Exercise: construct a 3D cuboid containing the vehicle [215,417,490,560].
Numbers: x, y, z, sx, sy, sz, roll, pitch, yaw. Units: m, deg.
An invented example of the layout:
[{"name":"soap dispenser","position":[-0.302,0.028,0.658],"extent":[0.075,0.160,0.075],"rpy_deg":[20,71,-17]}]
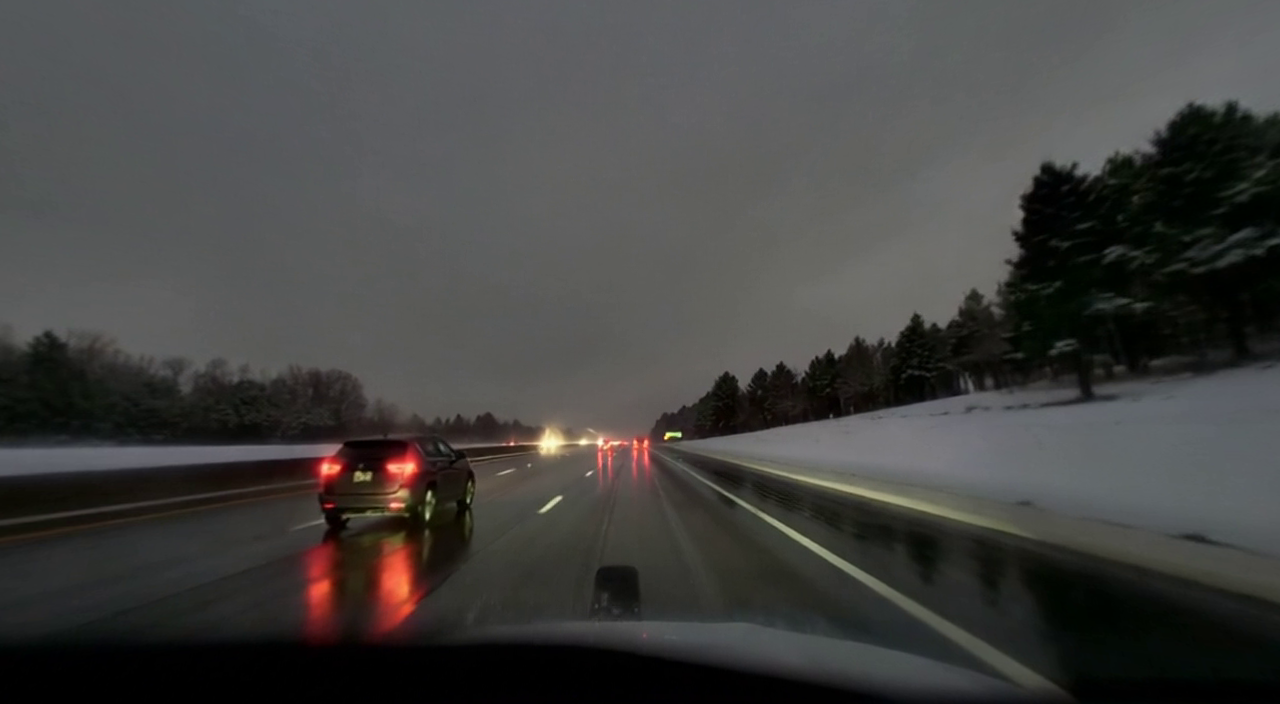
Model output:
[{"name":"vehicle","position":[-3.754,1.825,9.280],"extent":[2.039,1.589,4.324],"rpy_deg":[0,-8,0]}]
